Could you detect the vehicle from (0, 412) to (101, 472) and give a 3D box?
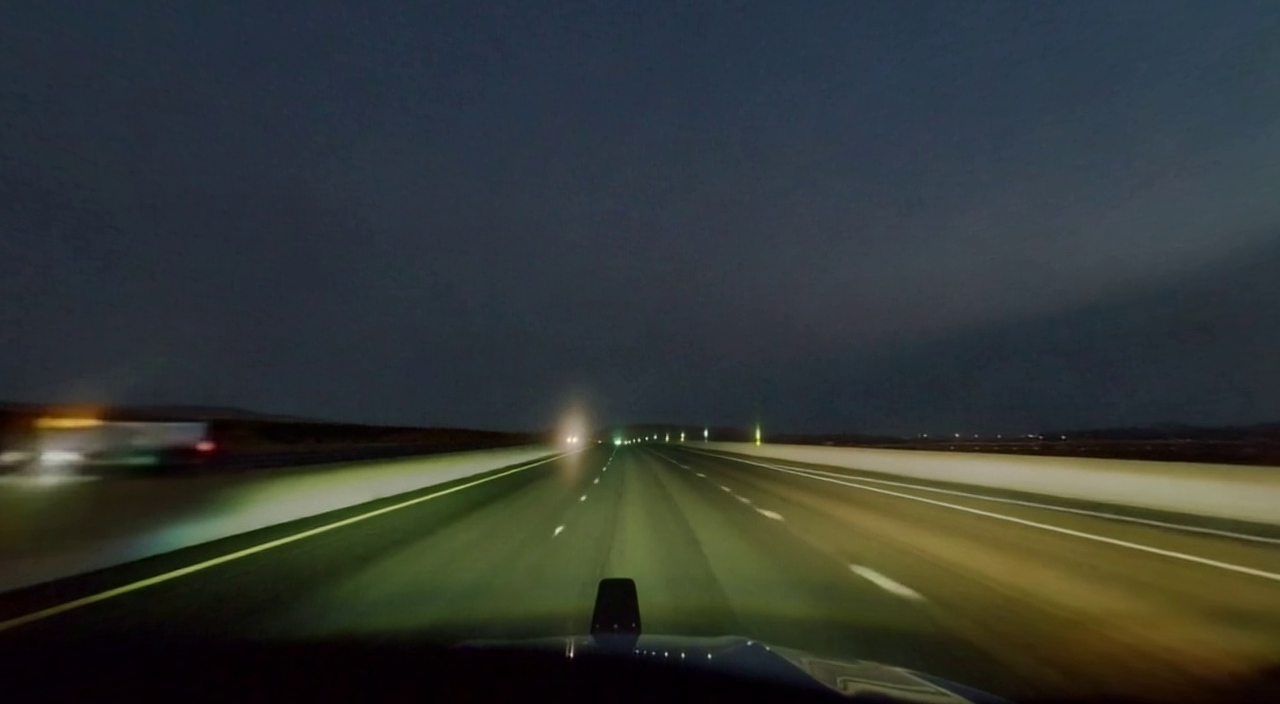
[{"bbox_3d":[-18.398,2.596,18.231,1.803,1.644,4.170,1,-8,-1],"label":"vehicle"}]
